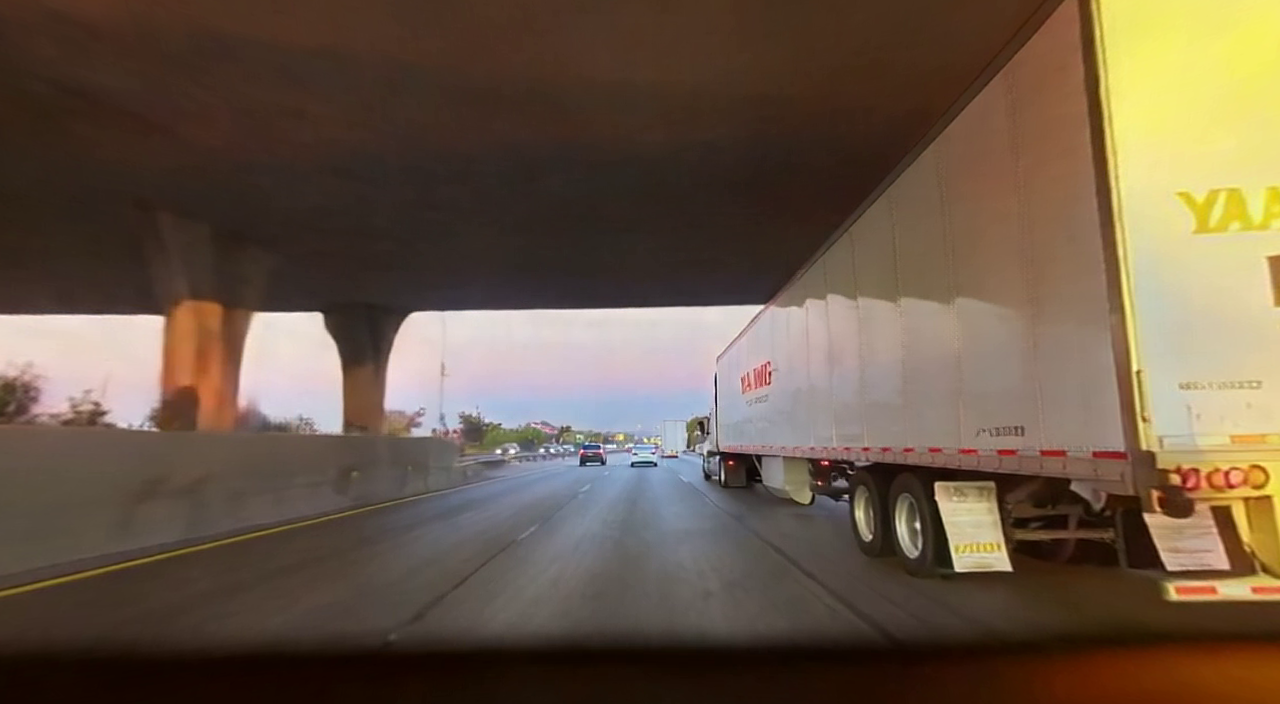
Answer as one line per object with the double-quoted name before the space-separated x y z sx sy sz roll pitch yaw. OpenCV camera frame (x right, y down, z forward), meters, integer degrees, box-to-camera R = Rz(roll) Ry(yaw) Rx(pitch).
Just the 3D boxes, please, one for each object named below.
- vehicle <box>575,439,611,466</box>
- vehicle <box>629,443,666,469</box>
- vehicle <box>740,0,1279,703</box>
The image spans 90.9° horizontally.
"vehicle" -3.153 6.862 42.988 2.058 1.711 4.226 -1 -9 1
"vehicle" 0.438 6.144 37.393 2.063 1.469 4.208 0 -9 0
"vehicle" 3.921 0.583 9.387 2.821 4.077 12.562 0 -9 0
